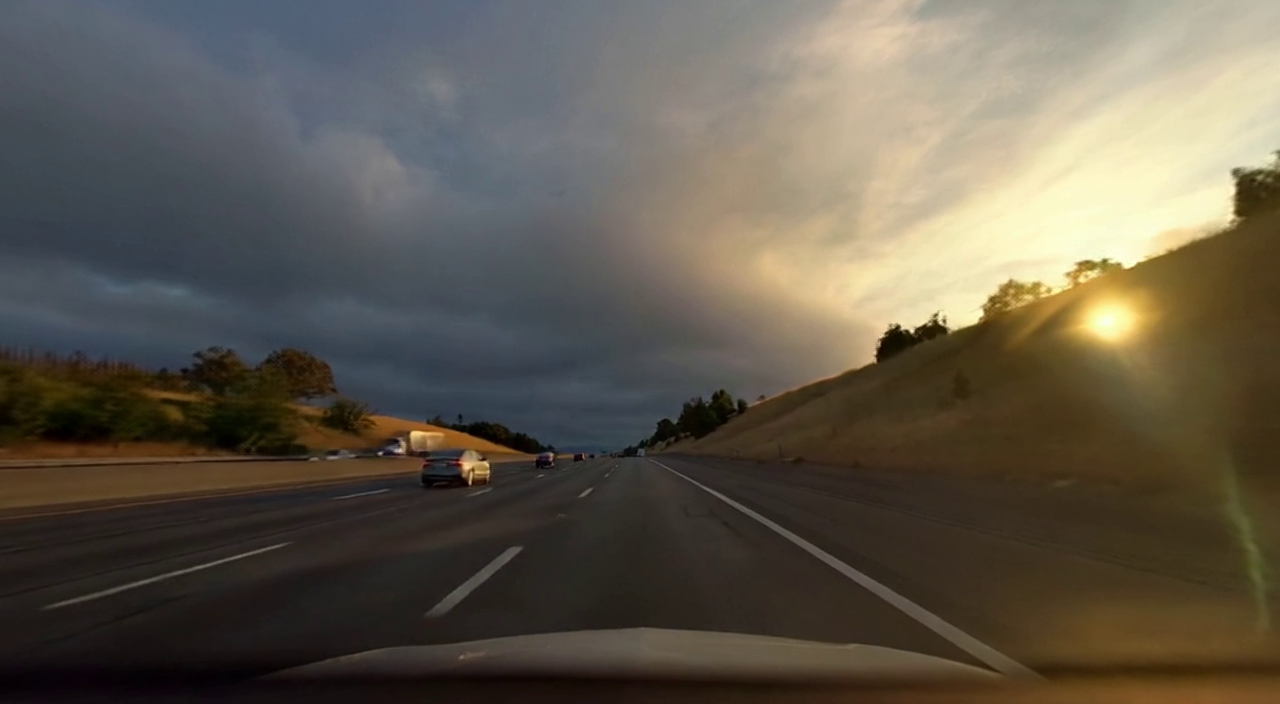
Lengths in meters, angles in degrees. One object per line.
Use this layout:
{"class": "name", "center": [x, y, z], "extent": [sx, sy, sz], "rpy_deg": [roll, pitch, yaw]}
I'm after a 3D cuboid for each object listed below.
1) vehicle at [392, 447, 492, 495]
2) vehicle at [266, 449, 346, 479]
{"class": "vehicle", "center": [-6.820, 4.115, 22.259], "extent": [2.015, 1.483, 4.626], "rpy_deg": [0, -9, 0]}
{"class": "vehicle", "center": [-18.191, 6.094, 34.596], "extent": [1.885, 1.505, 4.690], "rpy_deg": [0, -9, 0]}
